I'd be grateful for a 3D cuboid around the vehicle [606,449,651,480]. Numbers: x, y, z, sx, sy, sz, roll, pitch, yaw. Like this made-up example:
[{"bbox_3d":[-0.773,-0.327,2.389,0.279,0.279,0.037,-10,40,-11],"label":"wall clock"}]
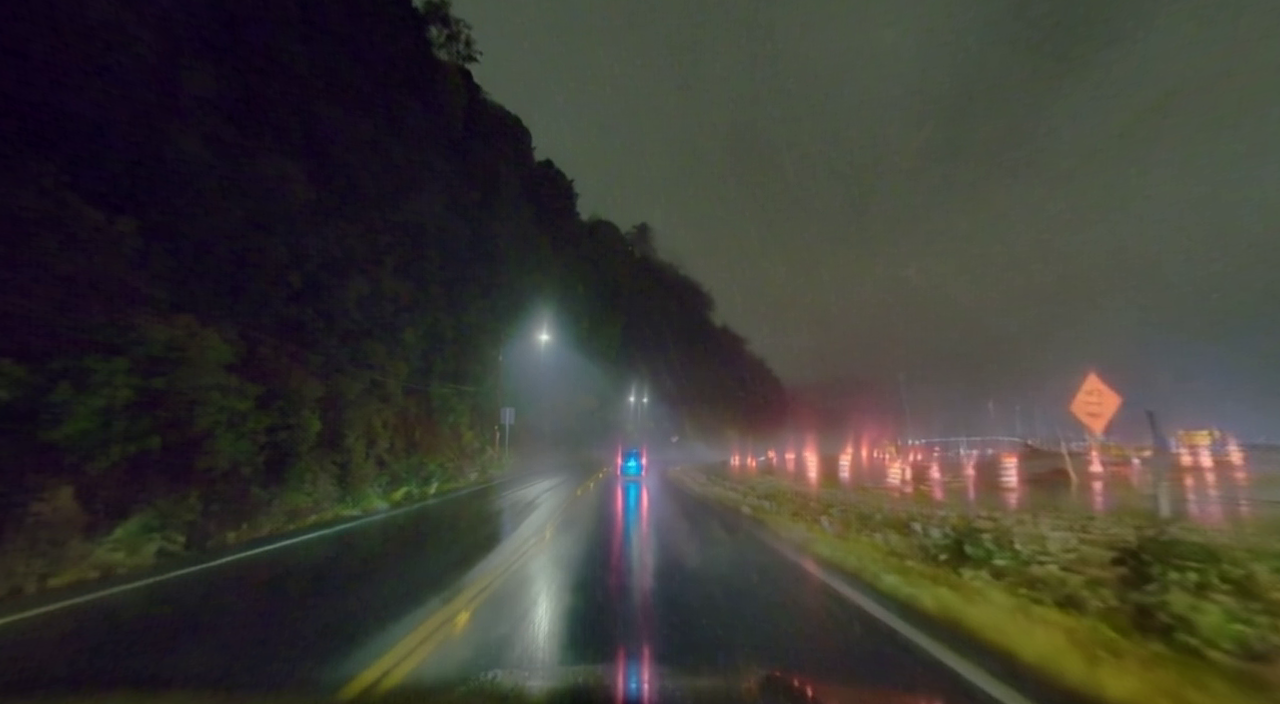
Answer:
[{"bbox_3d":[-0.531,6.008,33.974,2.259,1.503,4.075,0,-9,1],"label":"vehicle"}]
